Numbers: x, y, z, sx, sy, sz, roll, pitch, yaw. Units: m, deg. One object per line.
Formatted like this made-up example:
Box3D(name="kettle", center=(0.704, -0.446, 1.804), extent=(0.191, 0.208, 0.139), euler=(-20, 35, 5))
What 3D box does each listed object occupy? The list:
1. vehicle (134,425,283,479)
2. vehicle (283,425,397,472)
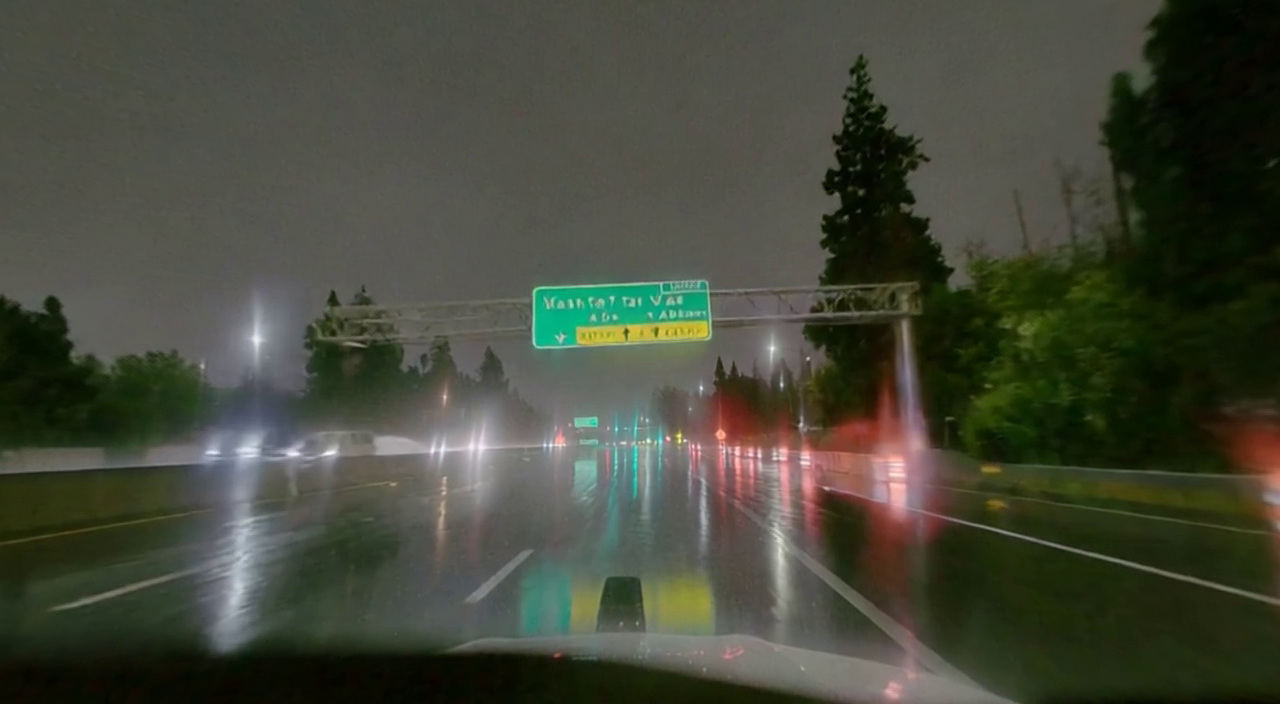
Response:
Box3D(name="vehicle", center=(-16.367, 3.842, 24.333), extent=(2.212, 1.861, 5.039), euler=(0, -8, -1))
Box3D(name="vehicle", center=(-13.265, 4.349, 28.439), extent=(2.327, 1.897, 5.878), euler=(0, -8, -1))
